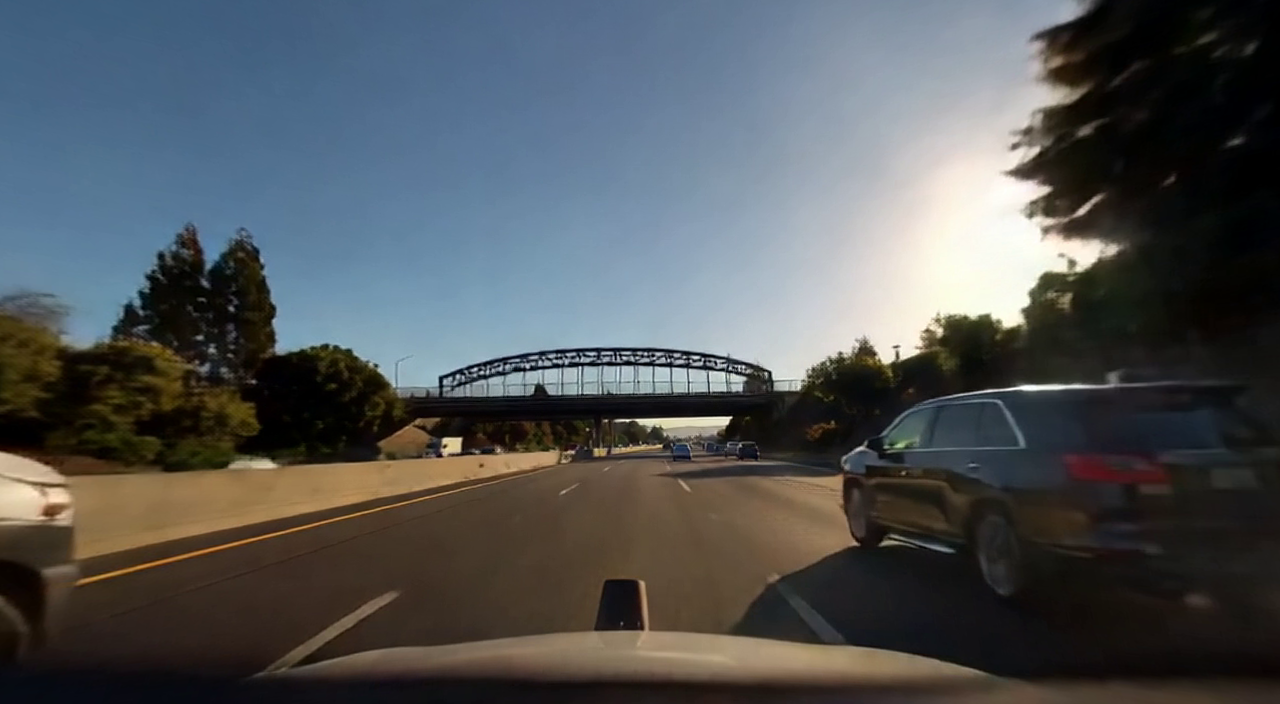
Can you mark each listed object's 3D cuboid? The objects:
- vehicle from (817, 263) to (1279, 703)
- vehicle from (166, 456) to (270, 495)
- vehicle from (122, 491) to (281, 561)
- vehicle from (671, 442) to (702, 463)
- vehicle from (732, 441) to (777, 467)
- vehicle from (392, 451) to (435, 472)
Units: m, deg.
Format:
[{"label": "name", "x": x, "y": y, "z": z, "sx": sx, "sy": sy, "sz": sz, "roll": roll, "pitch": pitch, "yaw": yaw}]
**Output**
[{"label": "vehicle", "x": 3.728, "y": 1.090, "z": 5.346, "sx": 2.693, "sy": 2.044, "sz": 5.882, "roll": 0, "pitch": -9, "yaw": -1}, {"label": "vehicle", "x": -18.243, "y": 5.329, "z": 27.564, "sx": 1.806, "sy": 1.536, "sz": 3.839, "roll": 0, "pitch": -9, "yaw": 1}, {"label": "vehicle", "x": -13.582, "y": 5.371, "z": 20.003, "sx": 1.851, "sy": 1.460, "sz": 4.715, "roll": -2, "pitch": -8, "yaw": -3}, {"label": "vehicle", "x": 3.430, "y": 7.543, "z": 47.390, "sx": 1.981, "sy": 1.471, "sz": 4.342, "roll": 0, "pitch": -9, "yaw": 1}, {"label": "vehicle", "x": 7.134, "y": 6.397, "z": 39.649, "sx": 1.989, "sy": 1.529, "sz": 4.375, "roll": 0, "pitch": -9, "yaw": 0}, {"label": "vehicle", "x": -17.464, "y": 8.428, "z": 48.879, "sx": 1.851, "sy": 1.546, "sz": 3.900, "roll": 0, "pitch": -9, "yaw": 1}]
